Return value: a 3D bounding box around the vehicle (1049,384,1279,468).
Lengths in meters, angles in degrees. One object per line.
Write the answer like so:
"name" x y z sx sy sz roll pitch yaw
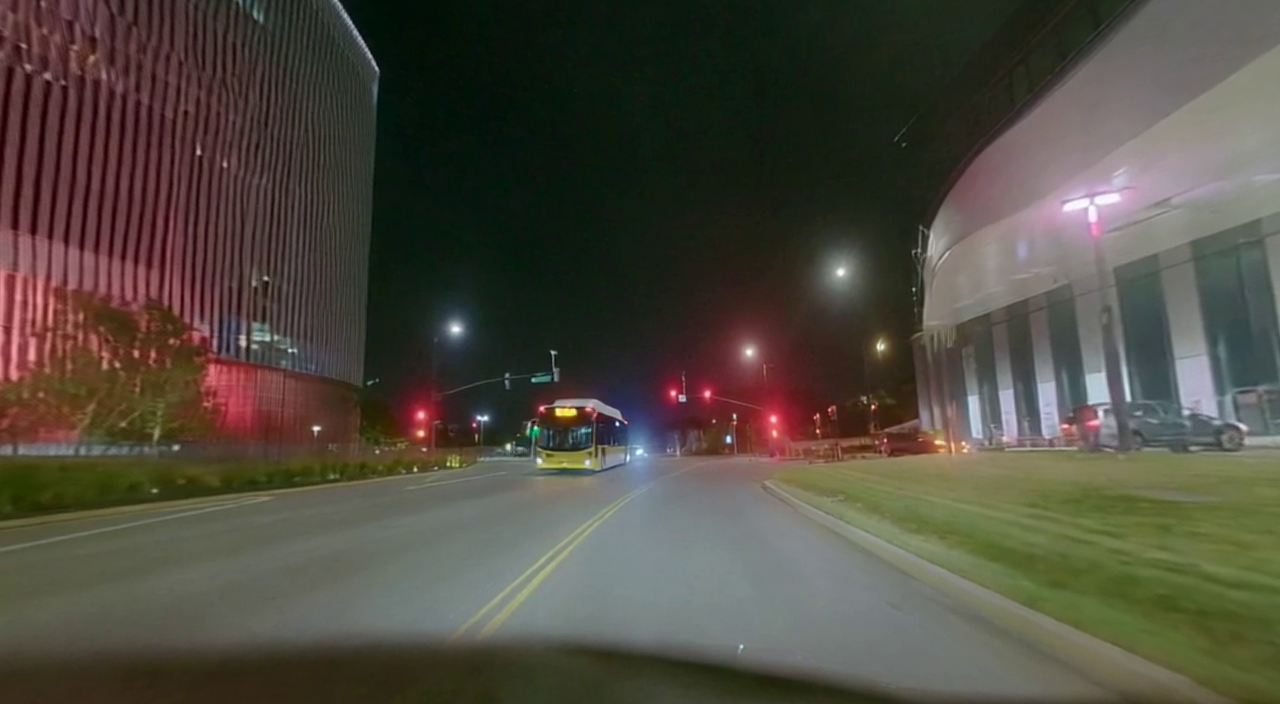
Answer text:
"vehicle" 14.003 1.990 16.621 4.647 1.951 2.304 -2 -9 5

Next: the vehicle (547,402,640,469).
"vehicle" -2.596 5.814 42.747 3.148 3.729 14.894 -1 -9 8
